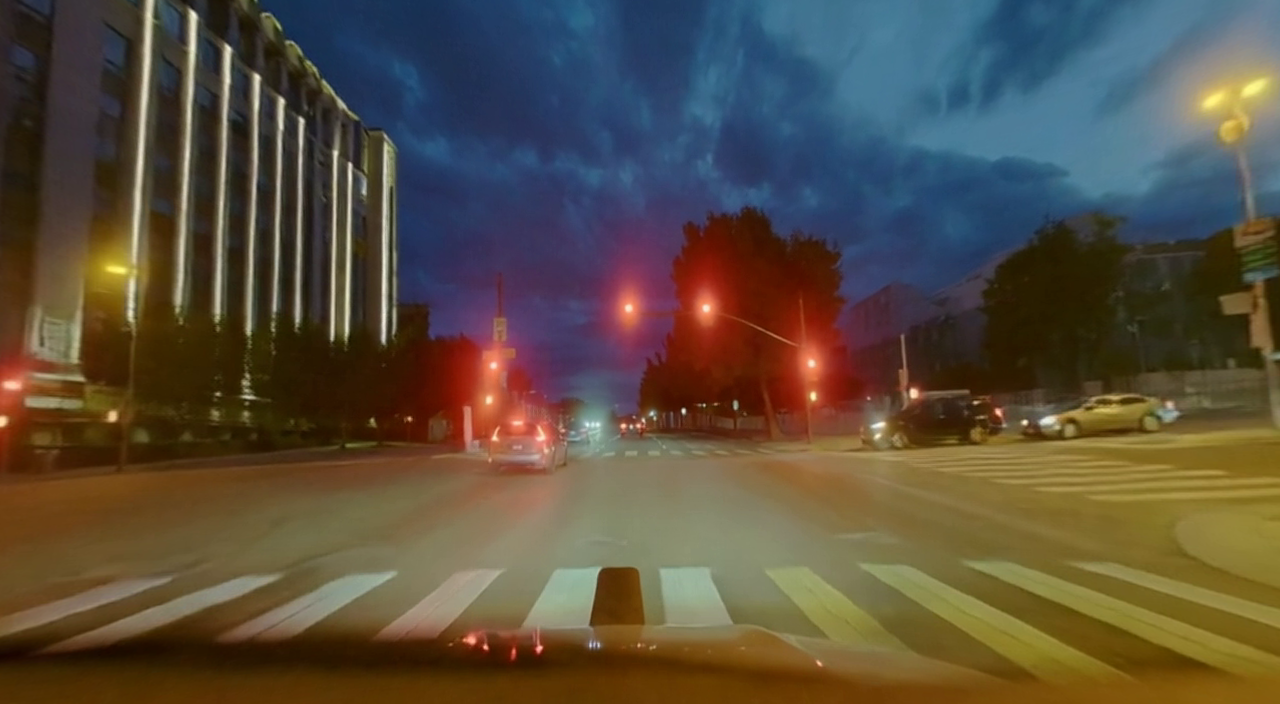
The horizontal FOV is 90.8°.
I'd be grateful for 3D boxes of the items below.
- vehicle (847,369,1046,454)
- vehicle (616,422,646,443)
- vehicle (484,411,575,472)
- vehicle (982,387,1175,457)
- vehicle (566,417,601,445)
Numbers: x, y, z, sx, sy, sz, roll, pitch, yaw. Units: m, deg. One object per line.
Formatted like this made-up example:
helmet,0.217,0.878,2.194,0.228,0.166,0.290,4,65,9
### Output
vehicle,11.753,2.338,24.631,6.233,2.668,2.627,-4,-7,-3
vehicle,-0.700,5.806,45.289,2.095,1.438,3.843,0,-8,-2
vehicle,-3.389,2.869,20.294,2.116,1.725,4.315,-1,-8,0
vehicle,13.133,2.106,19.146,4.328,1.742,1.942,-3,-6,-2
vehicle,-3.841,5.492,43.562,2.152,1.802,4.628,0,-8,-2
